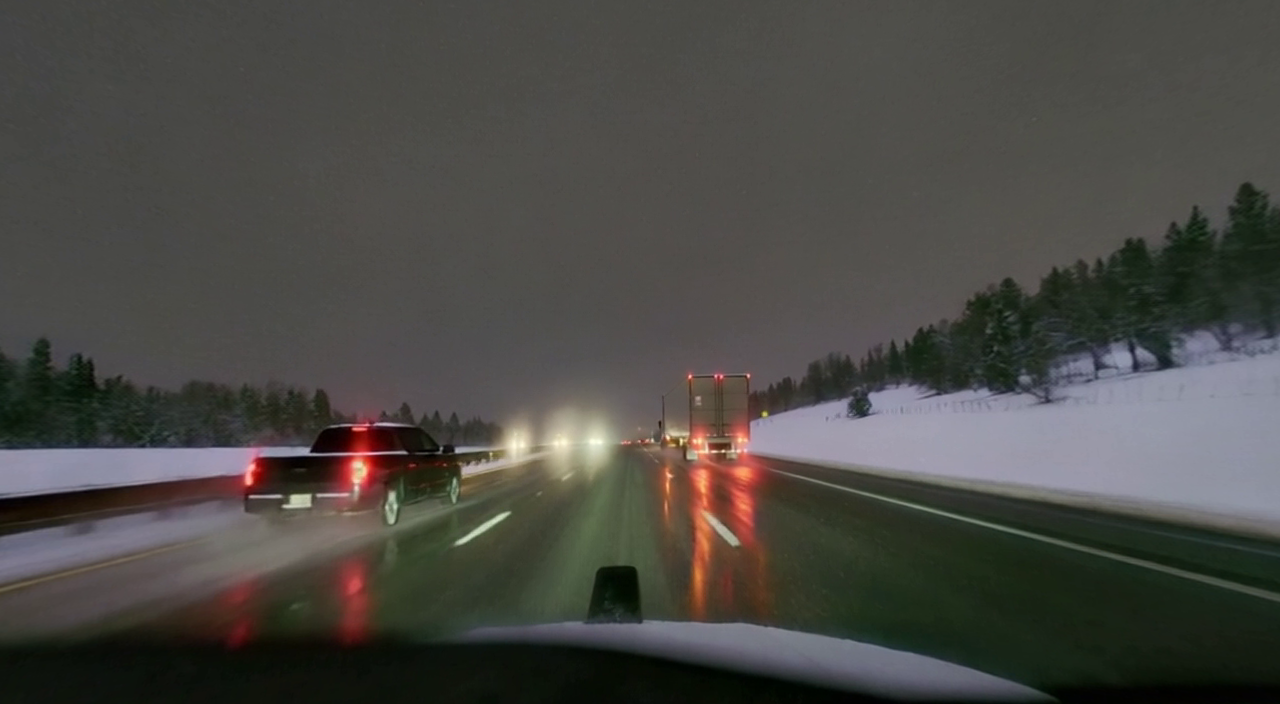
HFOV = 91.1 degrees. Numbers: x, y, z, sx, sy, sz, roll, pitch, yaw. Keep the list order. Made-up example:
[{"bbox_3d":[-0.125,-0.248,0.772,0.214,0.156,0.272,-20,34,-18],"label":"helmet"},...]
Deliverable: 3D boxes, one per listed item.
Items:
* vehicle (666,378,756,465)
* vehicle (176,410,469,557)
[{"bbox_3d":[3.762,4.507,39.026,3.144,4.168,17.594,0,-8,-1],"label":"vehicle"},{"bbox_3d":[-4.054,1.729,9.024,2.044,1.604,4.144,0,-8,0],"label":"vehicle"}]
